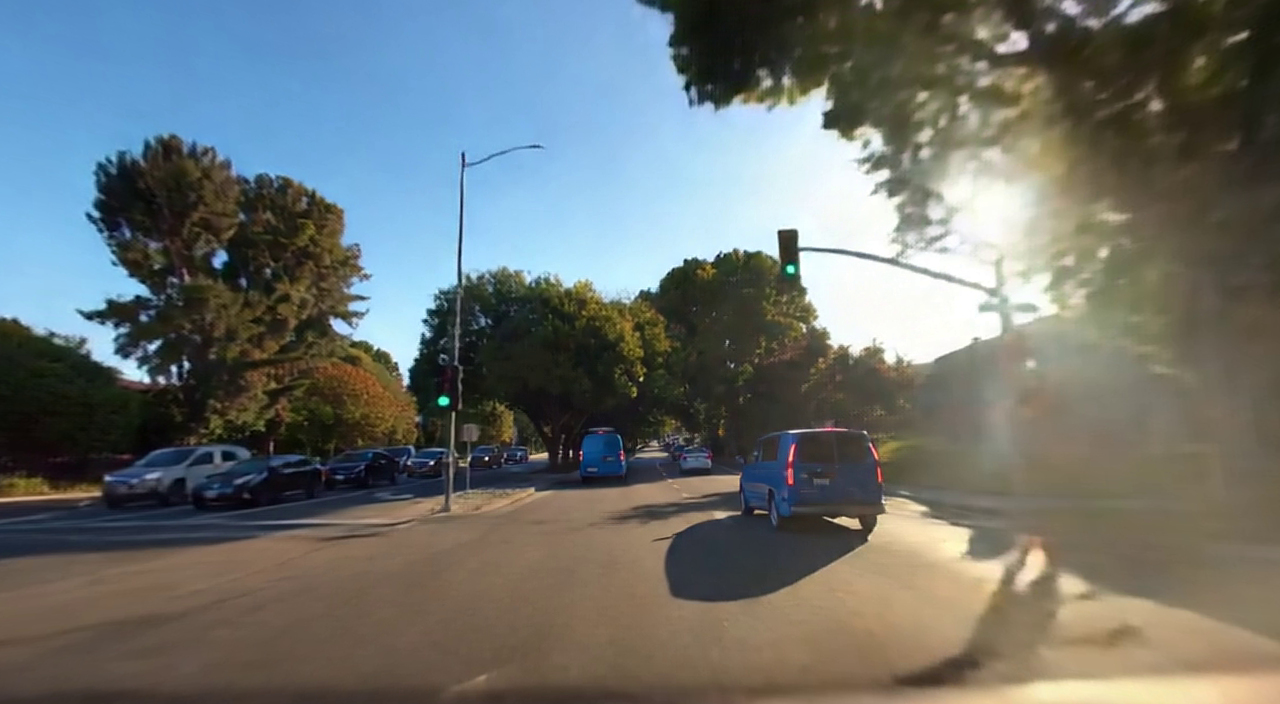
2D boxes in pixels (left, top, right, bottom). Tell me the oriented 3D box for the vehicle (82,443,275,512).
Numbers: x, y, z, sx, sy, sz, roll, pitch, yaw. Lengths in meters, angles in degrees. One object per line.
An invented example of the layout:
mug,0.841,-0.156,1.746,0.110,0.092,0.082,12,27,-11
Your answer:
vehicle,-15.249,4.116,21.495,2.299,2.015,5.743,0,-8,-2

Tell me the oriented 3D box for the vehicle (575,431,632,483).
vehicle,-1.479,4.499,27.411,2.228,2.054,4.309,0,-8,0

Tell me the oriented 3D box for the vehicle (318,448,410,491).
vehicle,-11.405,4.831,26.432,1.956,1.625,4.123,0,-8,0

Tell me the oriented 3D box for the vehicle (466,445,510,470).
vehicle,-11.355,7.871,47.414,2.091,1.806,4.859,0,-8,0

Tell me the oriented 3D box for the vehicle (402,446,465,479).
vehicle,-11.138,5.943,34.331,1.988,1.689,4.047,0,-8,1

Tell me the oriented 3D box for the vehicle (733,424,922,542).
vehicle,3.014,2.194,11.230,1.965,1.671,4.146,0,-8,-2

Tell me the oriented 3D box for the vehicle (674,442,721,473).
vehicle,3.229,6.036,36.413,2.248,1.692,4.252,0,-8,-1

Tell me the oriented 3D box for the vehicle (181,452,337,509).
vehicle,-11.449,3.847,19.463,2.128,1.496,4.432,0,-8,-2
